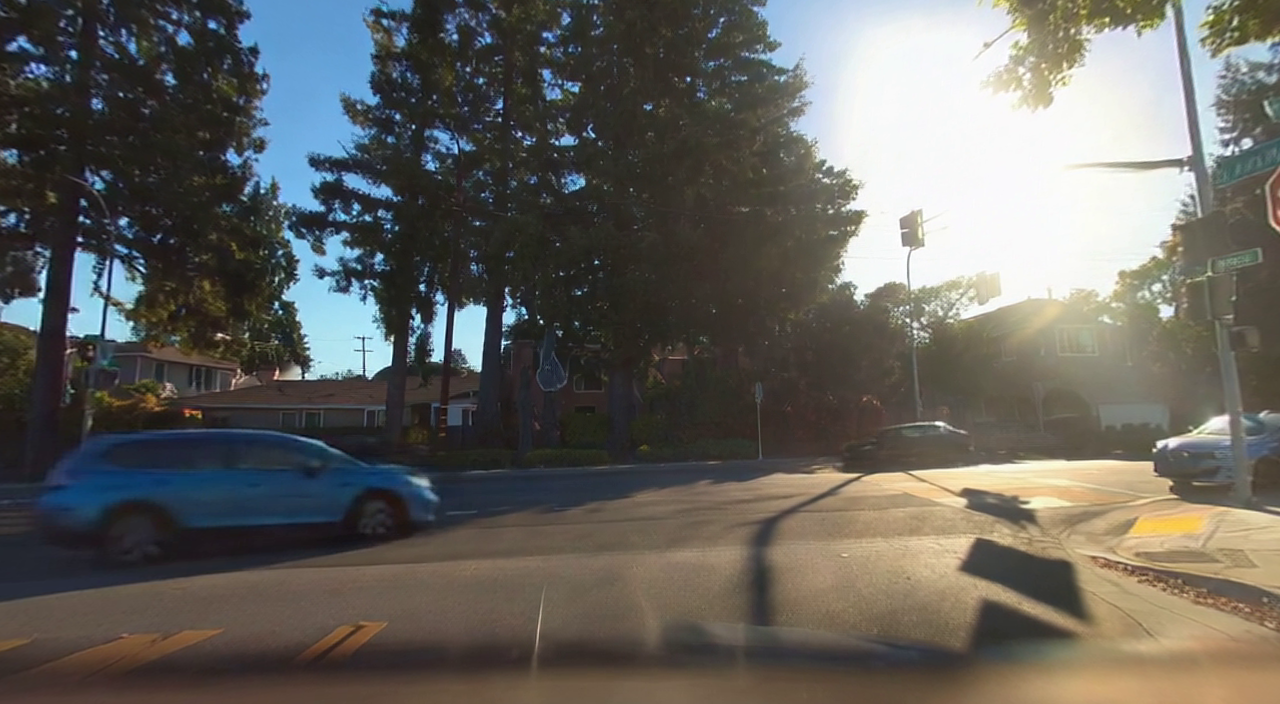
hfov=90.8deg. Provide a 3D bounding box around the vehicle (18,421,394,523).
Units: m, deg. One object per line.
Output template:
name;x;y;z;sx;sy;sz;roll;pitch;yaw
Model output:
vehicle;-7.048;2.005;11.031;4.990;1.454;1.875;3;-9;-23

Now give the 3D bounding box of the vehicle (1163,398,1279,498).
vehicle;12.805;1.803;11.965;4.208;1.685;2.014;1;-8;-8

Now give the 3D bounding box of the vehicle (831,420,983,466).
vehicle;9.172;3.145;21.850;4.548;1.469;1.864;2;-9;-13
